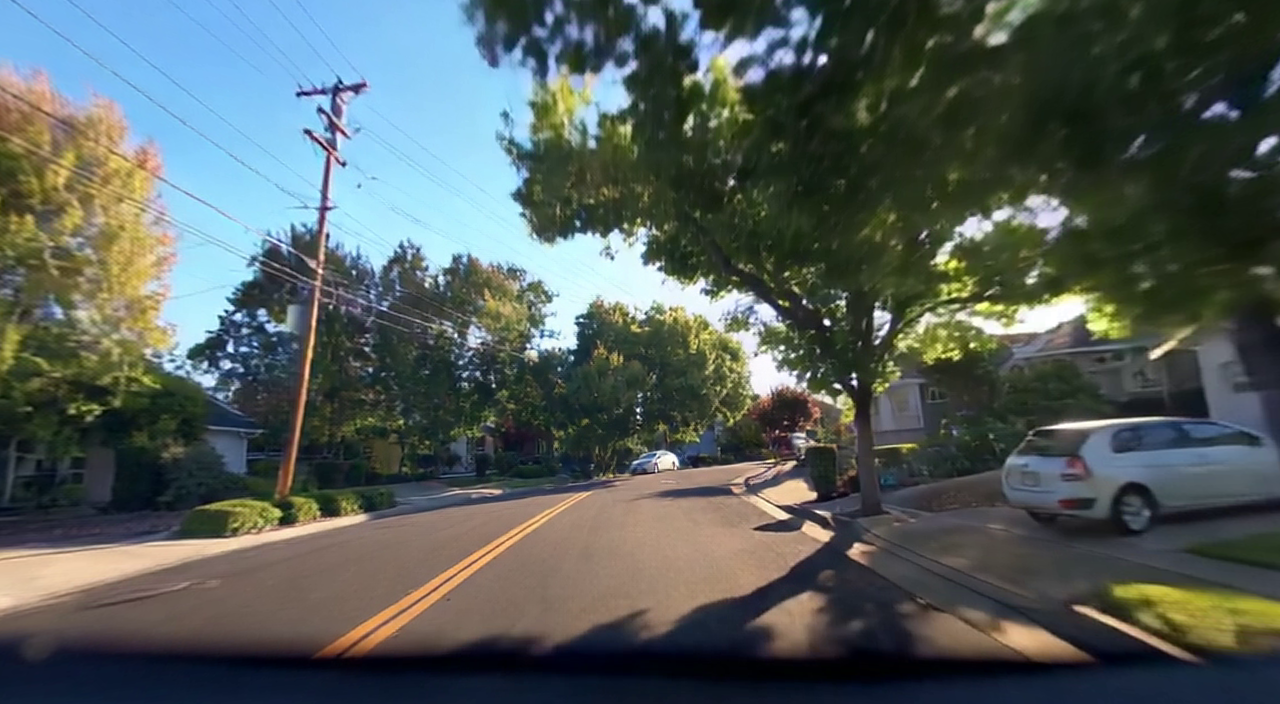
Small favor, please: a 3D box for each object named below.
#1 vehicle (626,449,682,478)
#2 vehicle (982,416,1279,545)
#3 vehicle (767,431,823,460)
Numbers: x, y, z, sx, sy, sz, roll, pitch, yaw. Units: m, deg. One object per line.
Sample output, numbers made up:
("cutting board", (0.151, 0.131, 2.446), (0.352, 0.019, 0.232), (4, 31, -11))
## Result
("vehicle", (1.069, 8.109, 46.180), (2.039, 1.949, 4.511), (-5, -10, 32))
("vehicle", (7.710, 1.889, 9.640), (3.846, 1.725, 1.920), (0, -8, -3))
("vehicle", (11.250, 6.723, 45.572), (2.086, 1.974, 4.890), (-6, -10, 36))
